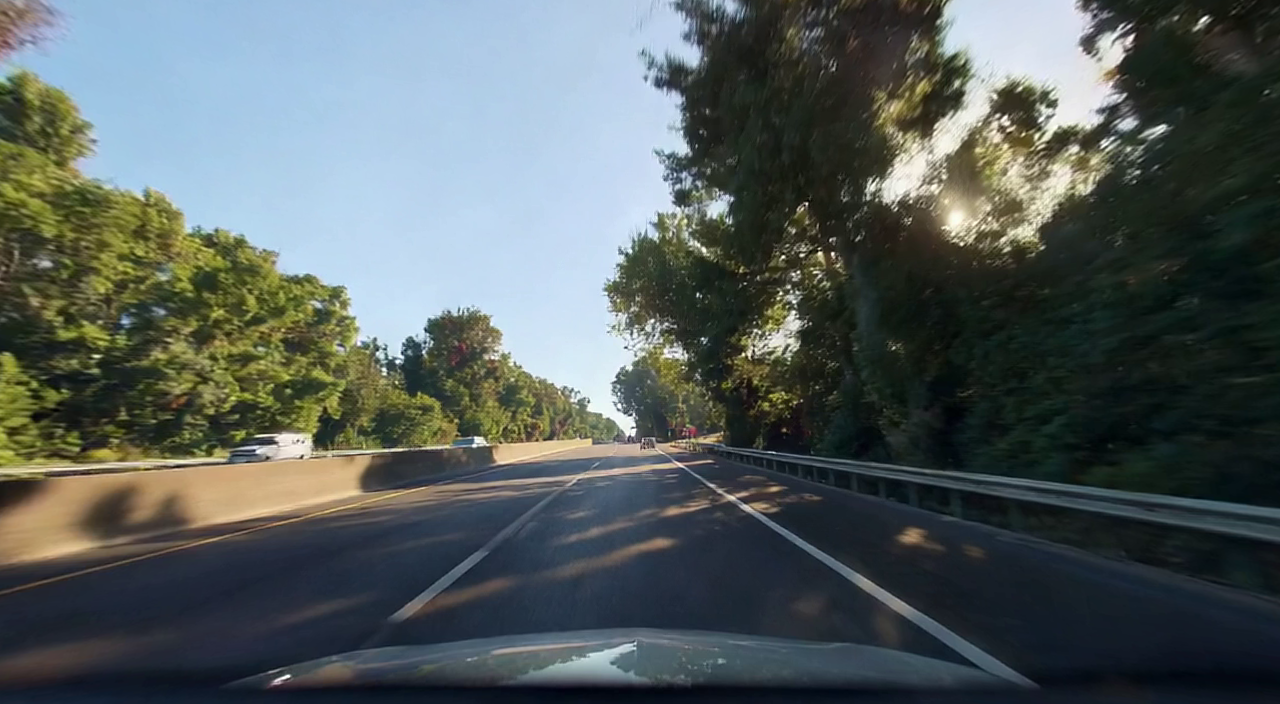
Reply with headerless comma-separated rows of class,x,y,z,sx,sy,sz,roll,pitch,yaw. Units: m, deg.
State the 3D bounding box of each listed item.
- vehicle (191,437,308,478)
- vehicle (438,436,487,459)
vehicle,-15.900,4.279,25.997,1.926,1.518,4.474,0,-8,0
vehicle,-12.271,6.626,43.852,2.037,1.534,4.739,0,-8,-1
